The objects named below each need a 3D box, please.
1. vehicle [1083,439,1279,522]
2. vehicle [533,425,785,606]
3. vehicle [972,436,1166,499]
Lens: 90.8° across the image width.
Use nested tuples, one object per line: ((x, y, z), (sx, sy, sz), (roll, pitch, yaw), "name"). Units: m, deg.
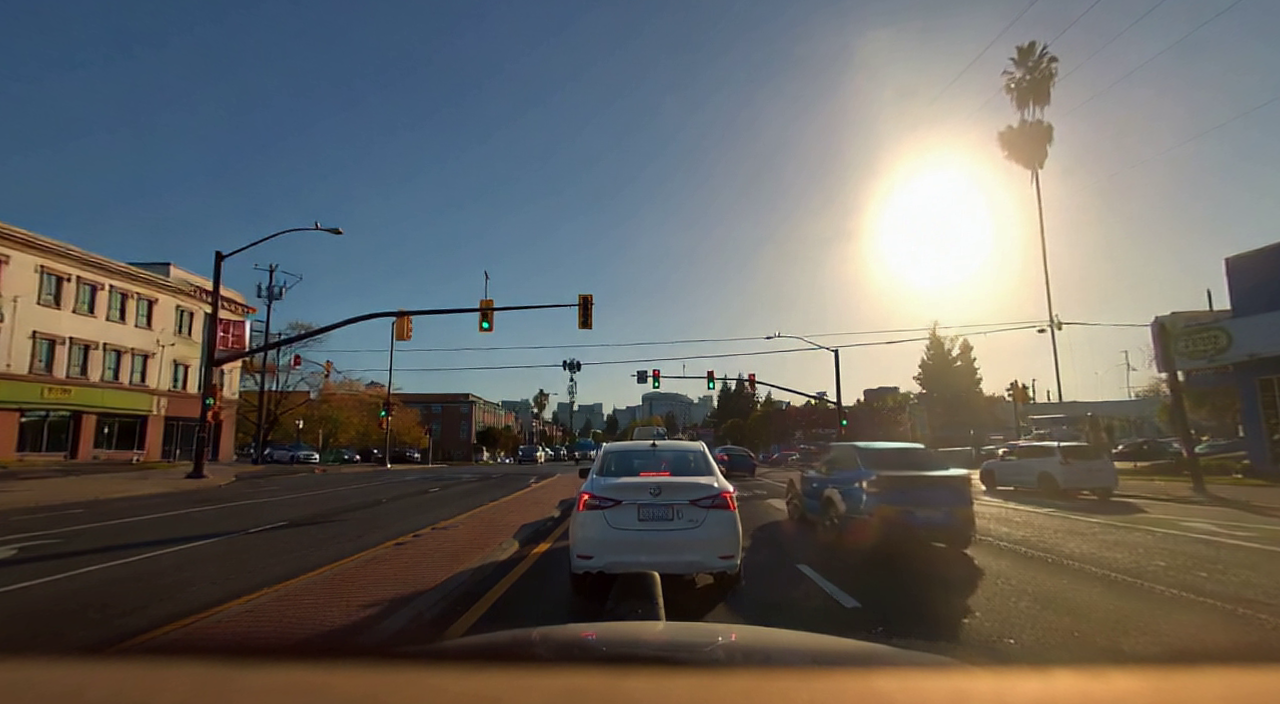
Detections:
((14.159, 3.106, 15.934), (2.235, 1.721, 5.230), (0, -9, 1), "vehicle")
((0.128, 1.677, 7.396), (2.067, 1.471, 4.241), (0, -9, -1), "vehicle")
((14.066, 3.819, 21.375), (2.309, 1.819, 5.793), (1, -9, -3), "vehicle")
